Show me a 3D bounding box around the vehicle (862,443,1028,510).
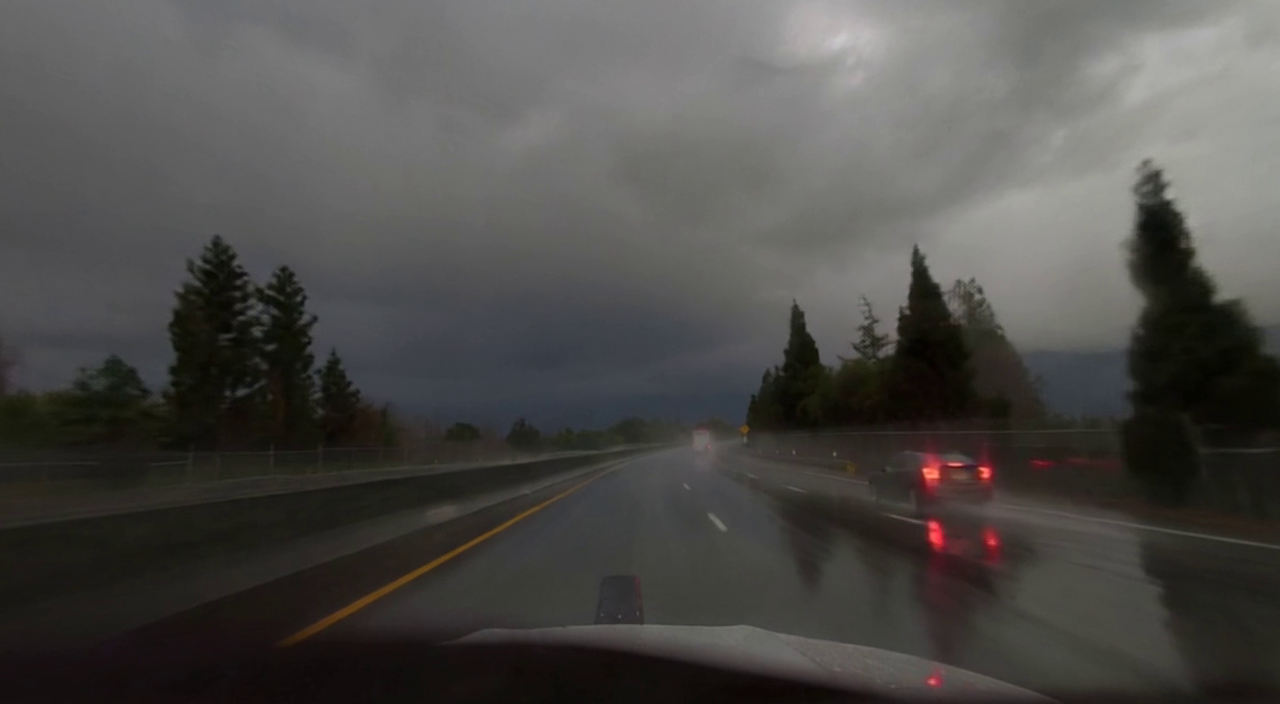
[{"bbox_3d":[7.660,3.149,16.418,1.983,1.486,4.545,0,-9,-1],"label":"vehicle"}]
